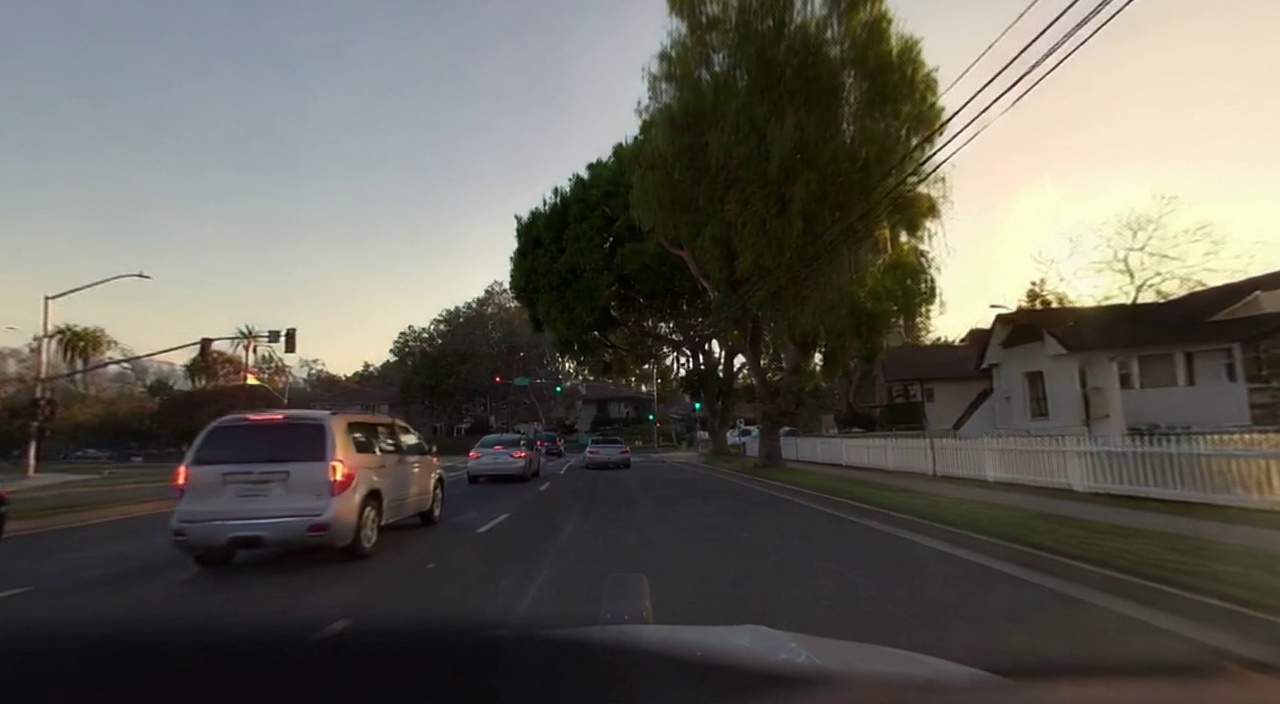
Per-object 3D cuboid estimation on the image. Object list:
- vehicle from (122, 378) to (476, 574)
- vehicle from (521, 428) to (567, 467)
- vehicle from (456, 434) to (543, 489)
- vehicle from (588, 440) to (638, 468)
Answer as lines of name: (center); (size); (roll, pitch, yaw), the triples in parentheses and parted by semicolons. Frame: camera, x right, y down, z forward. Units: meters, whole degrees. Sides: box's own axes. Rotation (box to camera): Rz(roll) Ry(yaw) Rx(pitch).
vehicle: (-3.998, 1.556, 8.719); (2.144, 1.877, 4.899); (-1, -8, 0)
vehicle: (-5.007, 5.006, 33.369); (2.032, 1.852, 4.571); (-1, -8, -4)
vehicle: (-4.077, 3.221, 18.947); (1.709, 1.425, 4.337); (-1, -8, -1)
vehicle: (-1.356, 4.768, 29.761); (2.131, 1.222, 3.868); (0, -8, -6)
